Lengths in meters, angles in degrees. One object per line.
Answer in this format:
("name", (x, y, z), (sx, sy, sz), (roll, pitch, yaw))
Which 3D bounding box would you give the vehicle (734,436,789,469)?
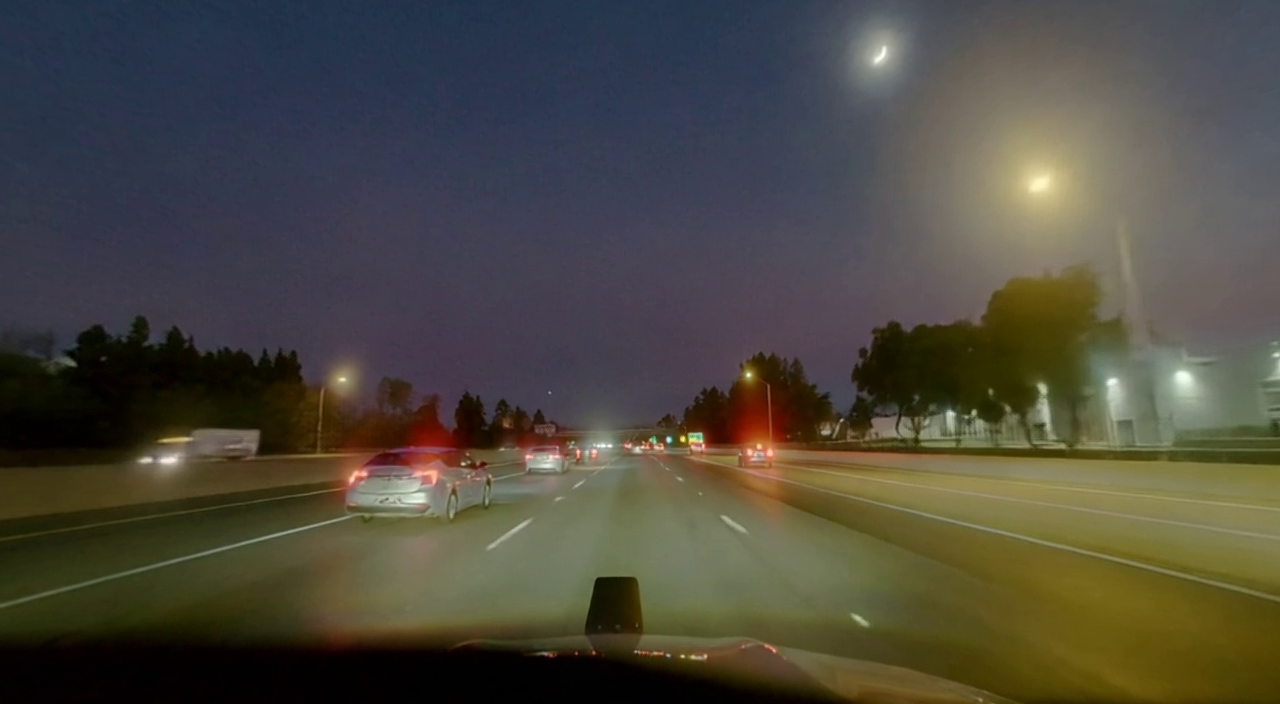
("vehicle", (6.840, 5.720, 36.129), (2.147, 1.769, 4.666), (0, -9, -1))

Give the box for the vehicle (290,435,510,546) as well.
("vehicle", (-3.594, 2.151, 10.476), (1.959, 1.433, 4.291), (0, -9, 0))

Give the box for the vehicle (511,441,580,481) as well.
("vehicle", (-3.758, 4.457, 26.037), (2.047, 1.469, 4.614), (0, -9, 1))

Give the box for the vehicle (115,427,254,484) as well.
("vehicle", (-28.449, 6.515, 40.094), (2.781, 3.248, 7.960), (0, -9, 0))
